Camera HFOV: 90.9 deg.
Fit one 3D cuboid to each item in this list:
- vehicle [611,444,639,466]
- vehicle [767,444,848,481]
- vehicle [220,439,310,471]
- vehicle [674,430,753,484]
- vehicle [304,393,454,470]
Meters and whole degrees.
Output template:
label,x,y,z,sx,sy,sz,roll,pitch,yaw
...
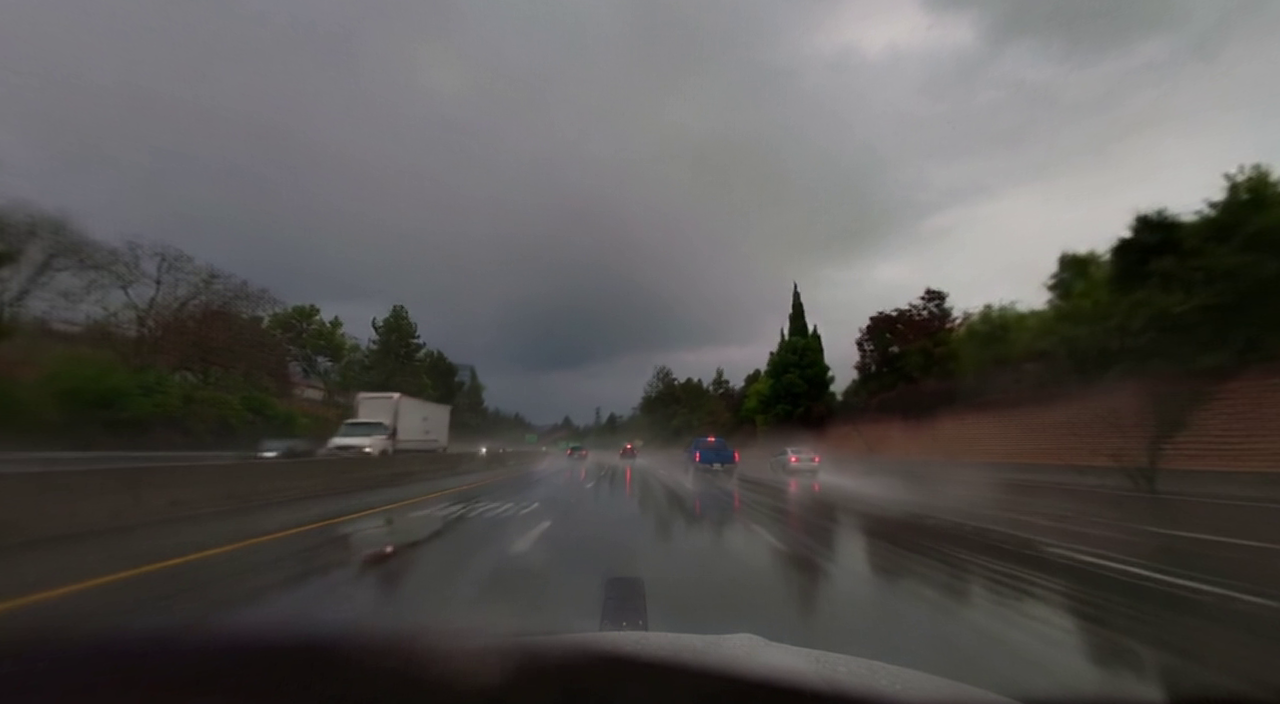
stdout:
label,x,y,z,sx,sy,sz,roll,pitch,yaw
vehicle,-1.202,7.900,48.653,2.050,1.607,3.821,0,-8,-4
vehicle,7.282,4.828,28.004,1.976,1.485,4.925,0,-8,-3
vehicle,-18.459,5.092,31.330,1.895,1.465,4.334,0,-8,-2
vehicle,2.878,4.304,26.194,2.374,1.952,5.431,0,-8,-3
vehicle,-14.468,4.780,36.982,3.332,3.597,13.916,0,-8,-2
